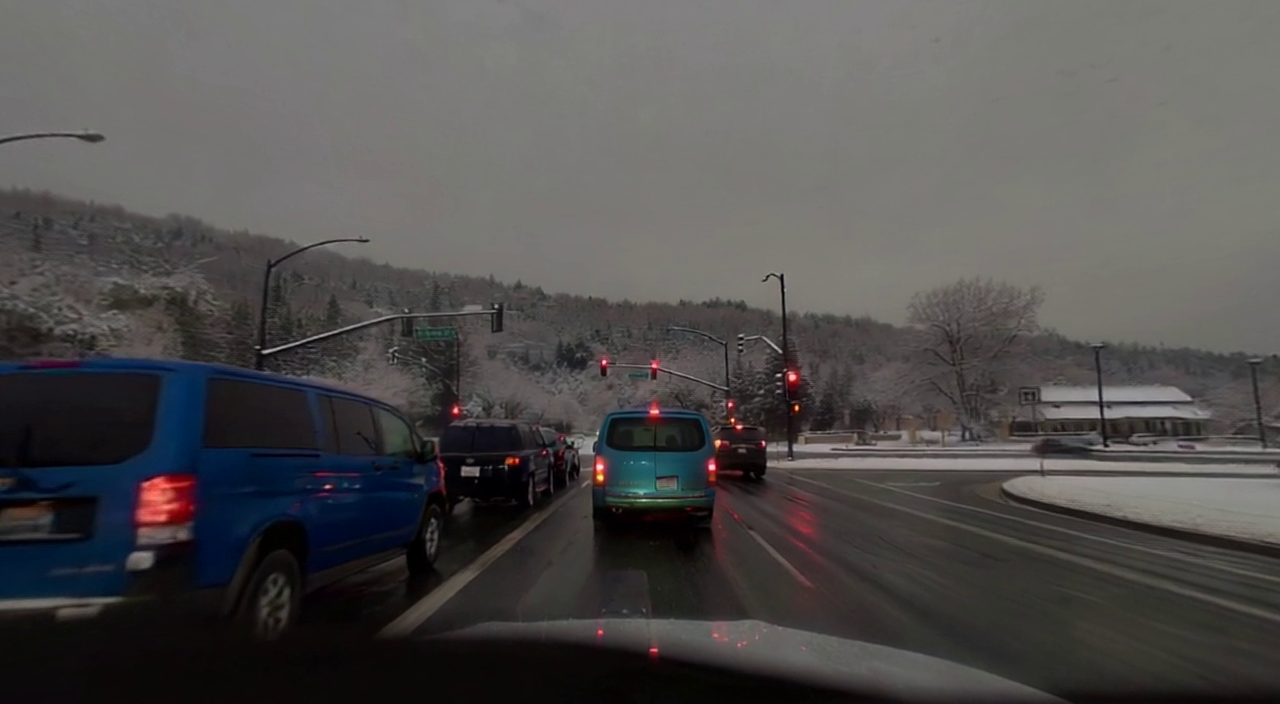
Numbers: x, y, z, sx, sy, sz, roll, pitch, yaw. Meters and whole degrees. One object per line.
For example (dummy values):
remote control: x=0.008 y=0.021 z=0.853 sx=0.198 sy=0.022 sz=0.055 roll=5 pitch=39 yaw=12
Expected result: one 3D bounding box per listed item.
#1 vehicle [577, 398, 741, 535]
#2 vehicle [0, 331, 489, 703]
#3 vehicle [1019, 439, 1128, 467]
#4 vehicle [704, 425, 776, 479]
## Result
vehicle: x=0.238 y=1.855 z=10.694 sx=2.185 sy=1.822 sz=4.391 roll=0 pitch=-8 yaw=0
vehicle: x=-2.831 y=1.138 z=4.758 sx=2.131 sy=1.783 sz=4.540 roll=0 pitch=-8 yaw=2
vehicle: x=23.990 y=5.591 z=35.000 sx=4.696 sy=1.461 sz=1.810 roll=0 pitch=-8 yaw=-1
vehicle: x=3.267 y=3.367 z=21.398 sx=1.817 sy=1.662 sz=3.843 roll=0 pitch=-8 yaw=0
